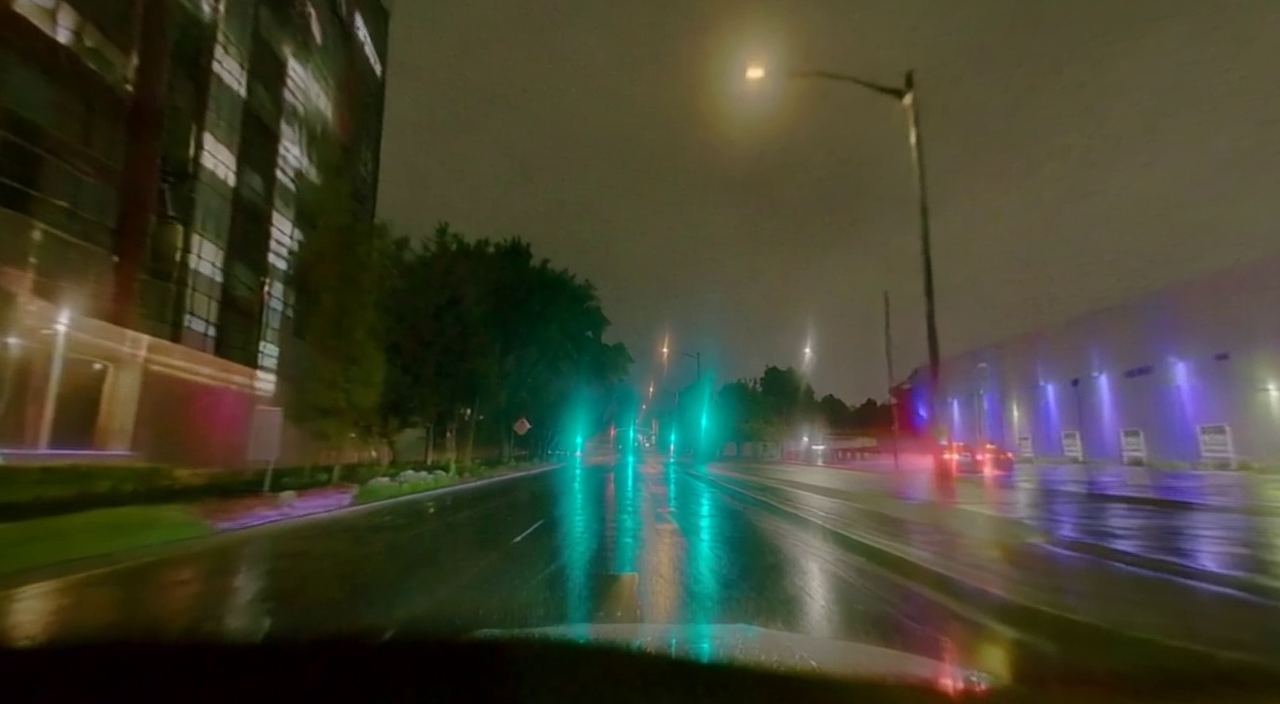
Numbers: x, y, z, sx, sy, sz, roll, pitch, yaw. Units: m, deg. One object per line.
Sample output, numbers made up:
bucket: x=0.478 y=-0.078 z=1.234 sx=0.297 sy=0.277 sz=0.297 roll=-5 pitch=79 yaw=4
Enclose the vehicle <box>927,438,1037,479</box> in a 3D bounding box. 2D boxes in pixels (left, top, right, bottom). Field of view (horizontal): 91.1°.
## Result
vehicle: x=14.570 y=4.544 z=26.932 sx=3.627 sy=1.567 sz=1.774 roll=-2 pitch=-7 yaw=1
